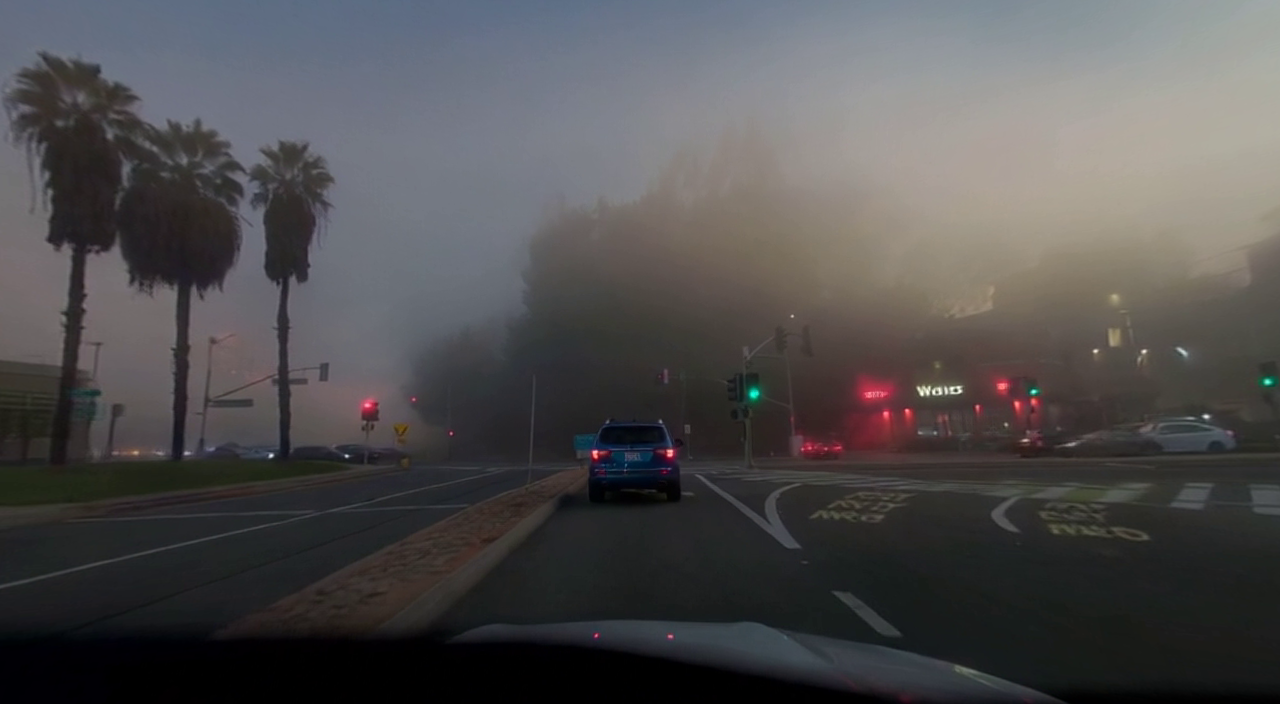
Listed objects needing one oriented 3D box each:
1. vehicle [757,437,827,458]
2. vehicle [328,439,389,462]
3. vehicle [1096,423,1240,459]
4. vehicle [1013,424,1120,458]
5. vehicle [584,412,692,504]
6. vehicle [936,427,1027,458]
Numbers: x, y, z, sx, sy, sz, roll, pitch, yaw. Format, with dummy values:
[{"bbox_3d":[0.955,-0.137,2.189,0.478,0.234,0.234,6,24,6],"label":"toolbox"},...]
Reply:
[{"bbox_3d":[11.196,7.054,46.715,4.665,1.467,1.833,-6,-10,34],"label":"vehicle"},{"bbox_3d":[-22.095,7.699,49.531,4.790,1.687,1.969,-6,-10,33],"label":"vehicle"},{"bbox_3d":[28.981,4.927,34.987,5.809,1.839,1.957,-6,-10,34],"label":"vehicle"},{"bbox_3d":[23.315,4.900,34.719,4.641,1.778,1.958,-5,-10,32],"label":"vehicle"},{"bbox_3d":[-0.007,2.571,15.711,2.263,1.932,4.709,0,-8,1],"label":"vehicle"},{"bbox_3d":[21.625,5.752,40.072,4.852,1.847,1.983,-5,-10,32],"label":"vehicle"}]
